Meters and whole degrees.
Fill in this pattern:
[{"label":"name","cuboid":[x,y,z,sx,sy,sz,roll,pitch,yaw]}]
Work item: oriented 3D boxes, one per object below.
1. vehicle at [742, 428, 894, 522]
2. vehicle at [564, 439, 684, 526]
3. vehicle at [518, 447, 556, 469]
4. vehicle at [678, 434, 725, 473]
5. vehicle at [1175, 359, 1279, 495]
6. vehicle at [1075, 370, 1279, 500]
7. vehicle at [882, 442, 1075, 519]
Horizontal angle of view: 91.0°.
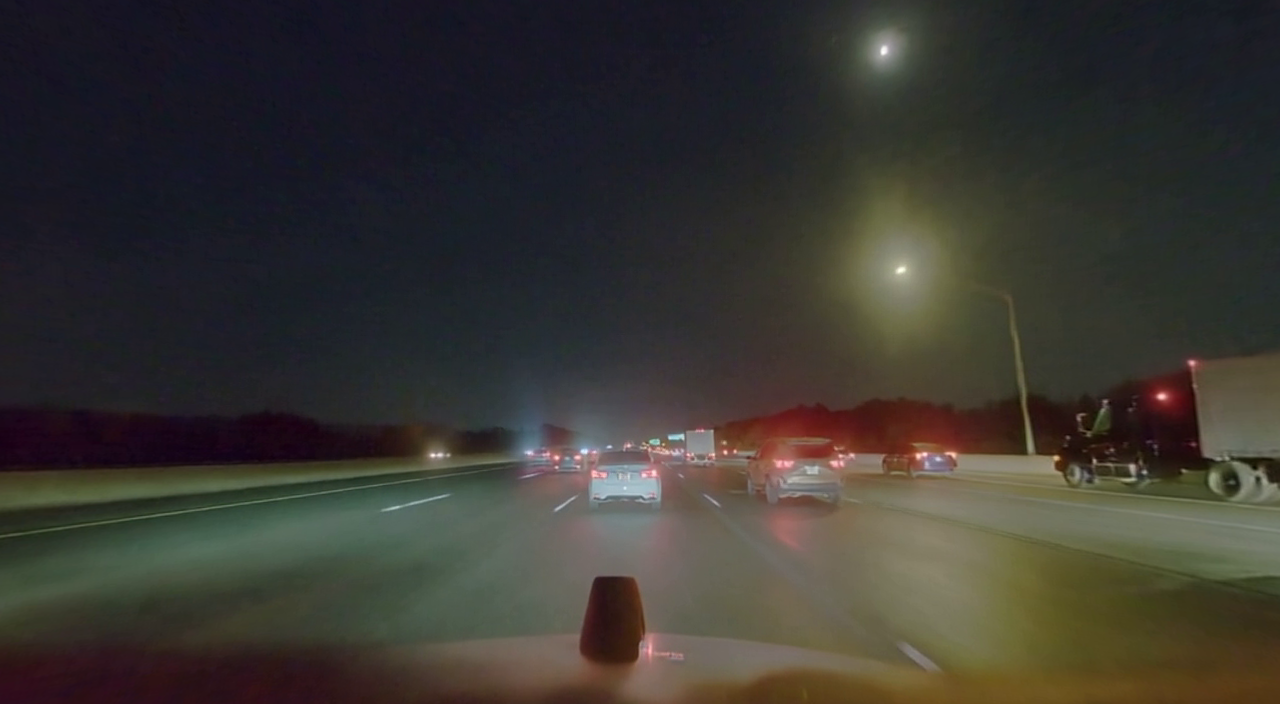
[{"label":"vehicle","cuboid":[3.554,2.543,13.483,2.053,1.666,4.106,0,-9,0]},{"label":"vehicle","cuboid":[-0.243,2.640,13.278,2.132,1.499,4.038,0,-9,1]},{"label":"vehicle","cuboid":[-7.734,8.027,47.680,2.032,1.549,4.850,0,-9,1]},{"label":"vehicle","cuboid":[3.847,6.495,40.577,2.440,2.313,5.266,0,-9,0]},{"label":"vehicle","cuboid":[21.364,1.989,17.198,2.970,4.079,10.086,3,-9,-14]},{"label":"vehicle","cuboid":[20.109,3.051,22.489,3.061,3.869,7.169,2,-9,-10]},{"label":"vehicle","cuboid":[7.606,2.911,14.802,2.021,1.505,4.480,0,-9,0]}]
